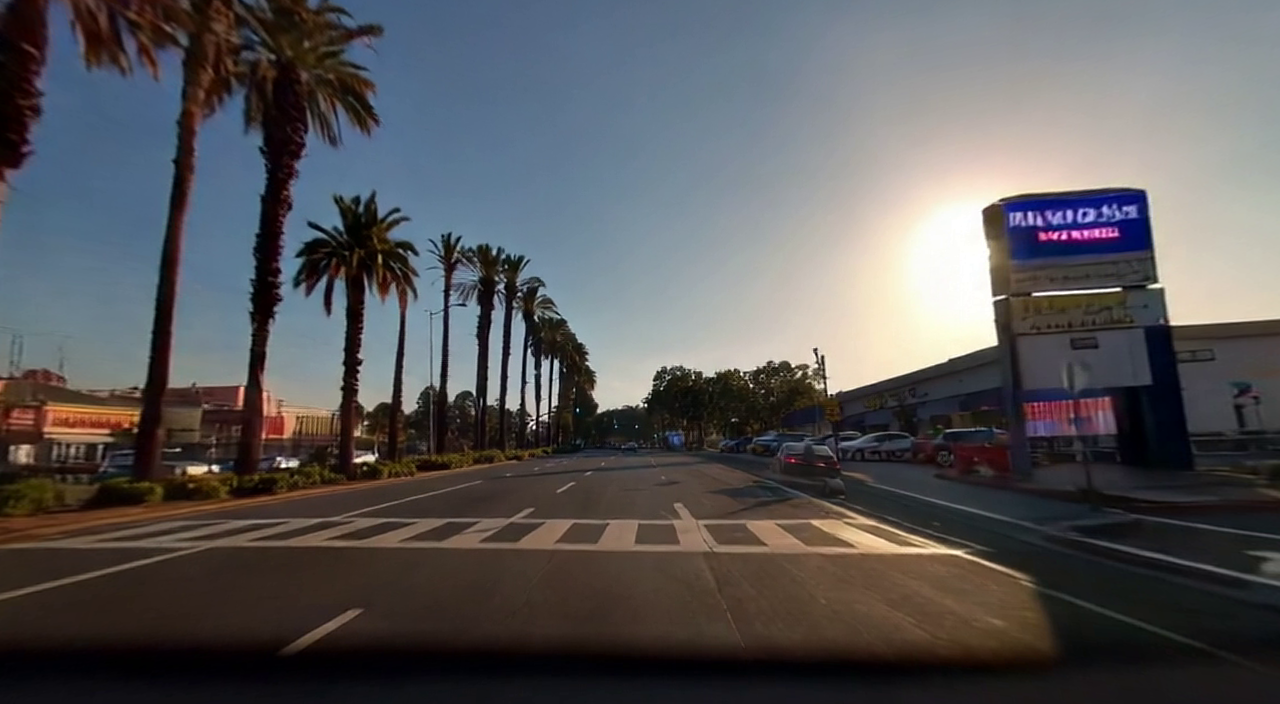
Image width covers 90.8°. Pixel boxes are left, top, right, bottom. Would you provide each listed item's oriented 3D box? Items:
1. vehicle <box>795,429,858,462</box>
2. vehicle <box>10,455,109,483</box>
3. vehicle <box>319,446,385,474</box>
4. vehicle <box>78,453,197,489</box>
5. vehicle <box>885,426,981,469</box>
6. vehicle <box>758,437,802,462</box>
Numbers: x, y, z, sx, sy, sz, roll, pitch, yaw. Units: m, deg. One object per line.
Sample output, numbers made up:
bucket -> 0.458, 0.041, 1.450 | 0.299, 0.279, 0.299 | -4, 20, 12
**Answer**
vehicle -> 11.851, 6.030, 40.632 | 2.332, 1.937, 5.400 | 0, -9, -1
vehicle -> -37.031, 7.454, 40.364 | 4.327, 1.474, 1.858 | -2, -7, -6
vehicle -> -16.464, 6.187, 36.314 | 1.870, 1.504, 3.993 | 0, -9, 0
vehicle -> -23.158, 5.467, 29.361 | 1.880, 1.480, 4.451 | 0, -9, -1
vehicle -> 12.600, 4.174, 27.544 | 1.909, 1.686, 4.670 | 0, -9, 0
vehicle -> 9.106, 6.395, 41.369 | 2.007, 1.525, 4.492 | 0, -9, 2
